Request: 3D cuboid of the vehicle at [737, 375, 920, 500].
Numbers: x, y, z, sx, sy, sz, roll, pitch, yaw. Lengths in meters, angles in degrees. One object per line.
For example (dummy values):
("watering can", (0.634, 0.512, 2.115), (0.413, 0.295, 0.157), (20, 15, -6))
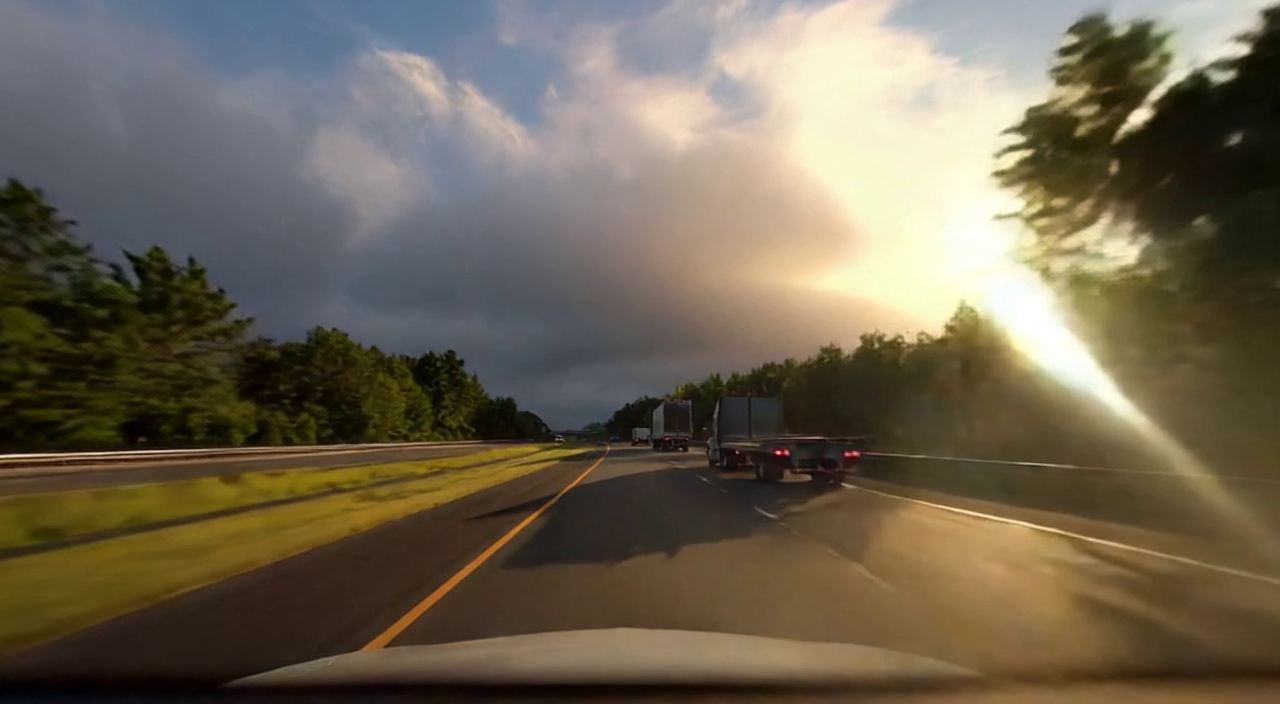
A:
("vehicle", (4.619, 2.274, 17.001), (2.741, 2.716, 6.323), (0, -8, -2))
